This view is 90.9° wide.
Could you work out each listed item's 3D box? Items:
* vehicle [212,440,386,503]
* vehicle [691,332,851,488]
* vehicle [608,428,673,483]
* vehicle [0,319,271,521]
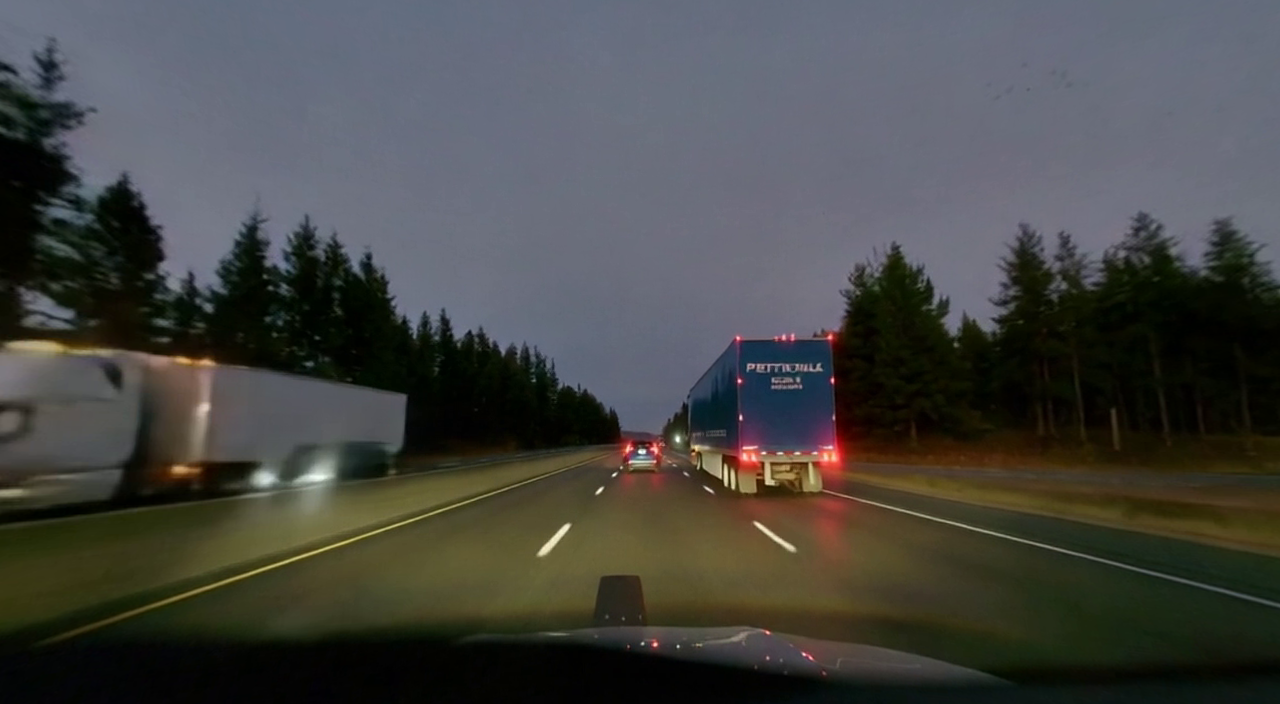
[{"bbox_3d":[-9.109,3.210,17.472,2.117,1.493,4.774,0,-8,1],"label":"vehicle"},{"bbox_3d":[4.130,2.742,25.123,2.899,4.160,16.621,0,-8,0],"label":"vehicle"},{"bbox_3d":[0.033,3.898,24.016,2.222,1.848,4.610,0,-8,0],"label":"vehicle"},{"bbox_3d":[-13.520,1.831,15.611,3.042,3.762,9.032,0,-8,1],"label":"vehicle"}]
